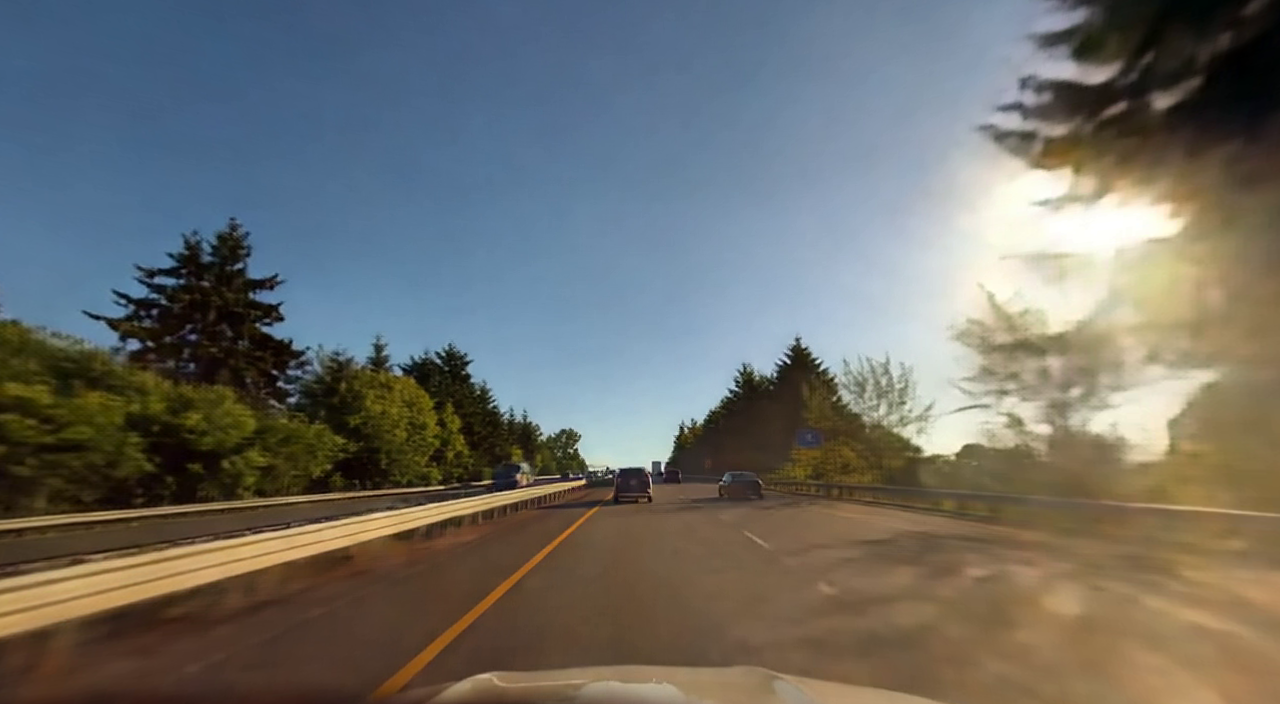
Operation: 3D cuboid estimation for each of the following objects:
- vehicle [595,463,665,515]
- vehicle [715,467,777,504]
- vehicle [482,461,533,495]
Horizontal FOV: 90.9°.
[{"bbox_3d":[-0.294,4.395,20.536,2.060,1.473,3.726,1,-10,0],"label":"vehicle"},{"bbox_3d":[4.596,5.866,28.019,1.974,1.476,4.119,1,-10,-1],"label":"vehicle"},{"bbox_3d":[-8.614,8.264,41.539,2.231,2.036,4.904,1,-10,0],"label":"vehicle"}]
